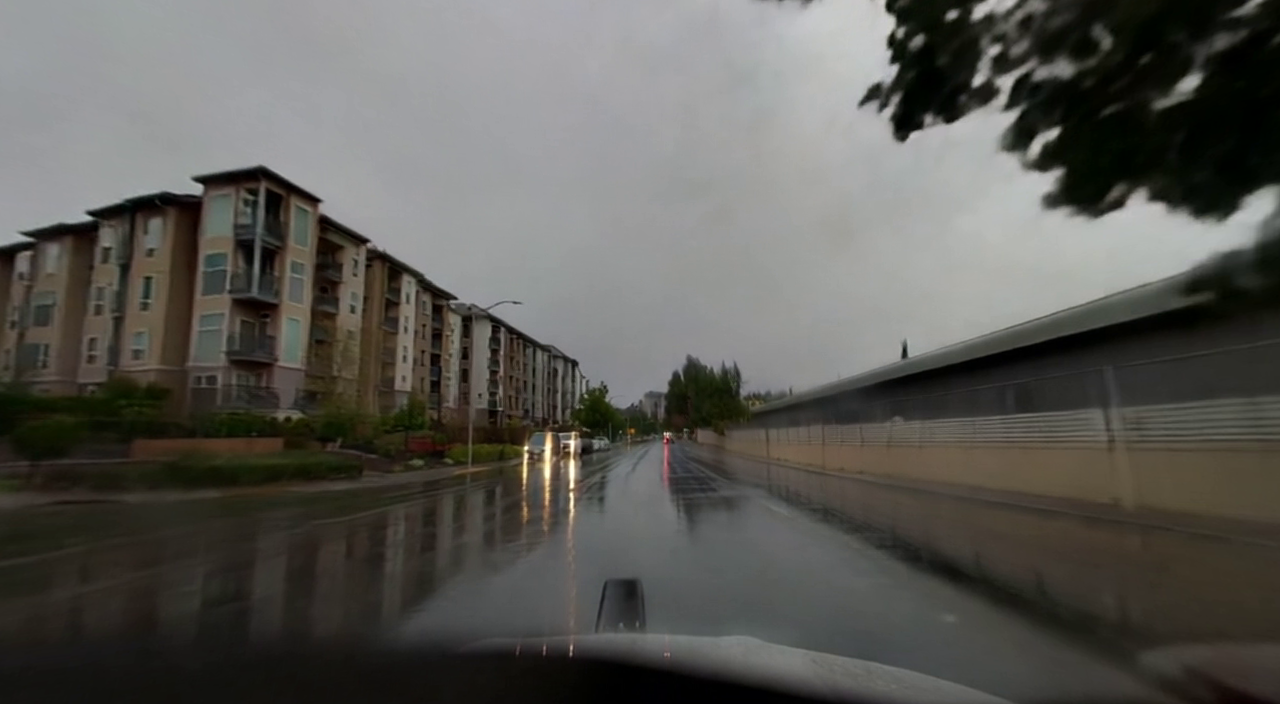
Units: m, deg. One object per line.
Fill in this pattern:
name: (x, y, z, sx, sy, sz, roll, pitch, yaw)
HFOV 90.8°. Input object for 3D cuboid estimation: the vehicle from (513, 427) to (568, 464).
vehicle: (-5.854, 5.606, 37.916, 2.192, 1.965, 4.917, 2, -8, 3)
